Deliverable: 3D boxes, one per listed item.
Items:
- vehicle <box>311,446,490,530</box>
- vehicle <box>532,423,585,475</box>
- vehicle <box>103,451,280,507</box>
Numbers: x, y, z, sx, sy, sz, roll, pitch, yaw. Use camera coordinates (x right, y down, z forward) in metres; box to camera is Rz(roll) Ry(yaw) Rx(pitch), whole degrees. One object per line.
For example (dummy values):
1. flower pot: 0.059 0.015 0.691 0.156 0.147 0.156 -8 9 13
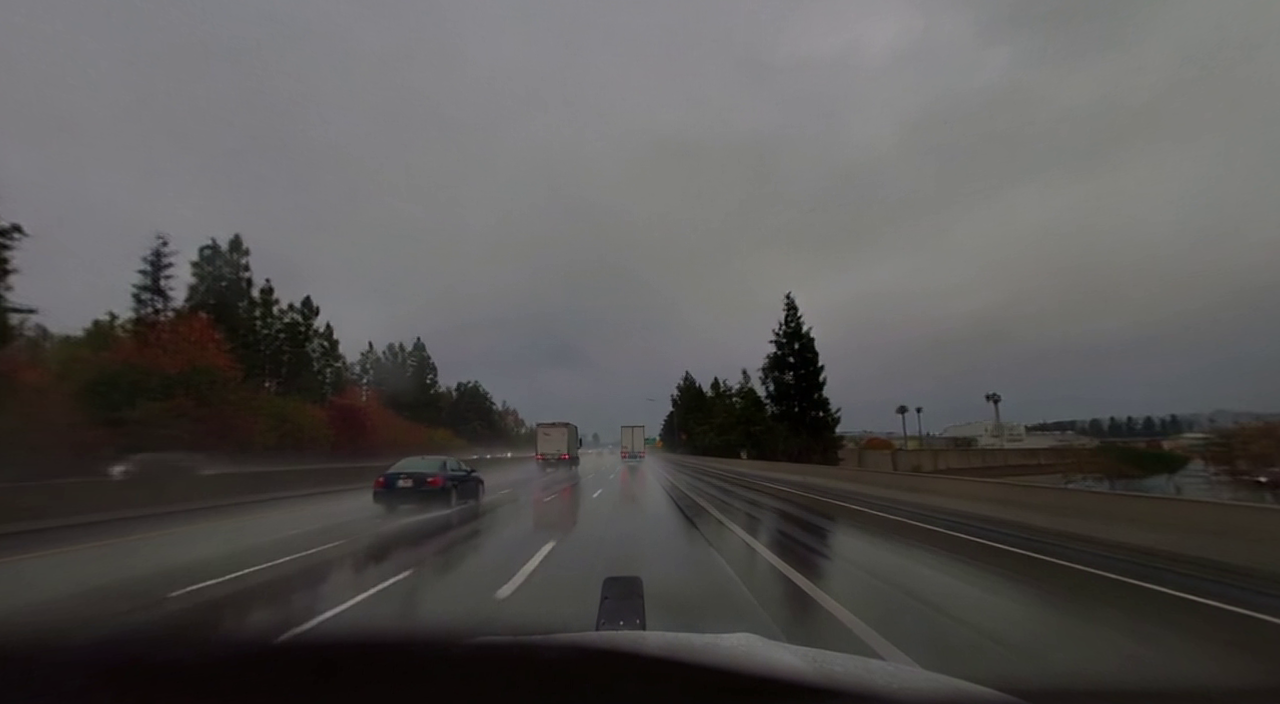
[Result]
1. vehicle: -4.774 2.771 13.470 1.979 1.459 4.643 0 -9 1
2. vehicle: -4.709 5.773 37.468 2.368 2.813 6.329 0 -9 0
3. vehicle: -13.328 3.767 19.213 1.971 1.498 4.598 0 -9 1
